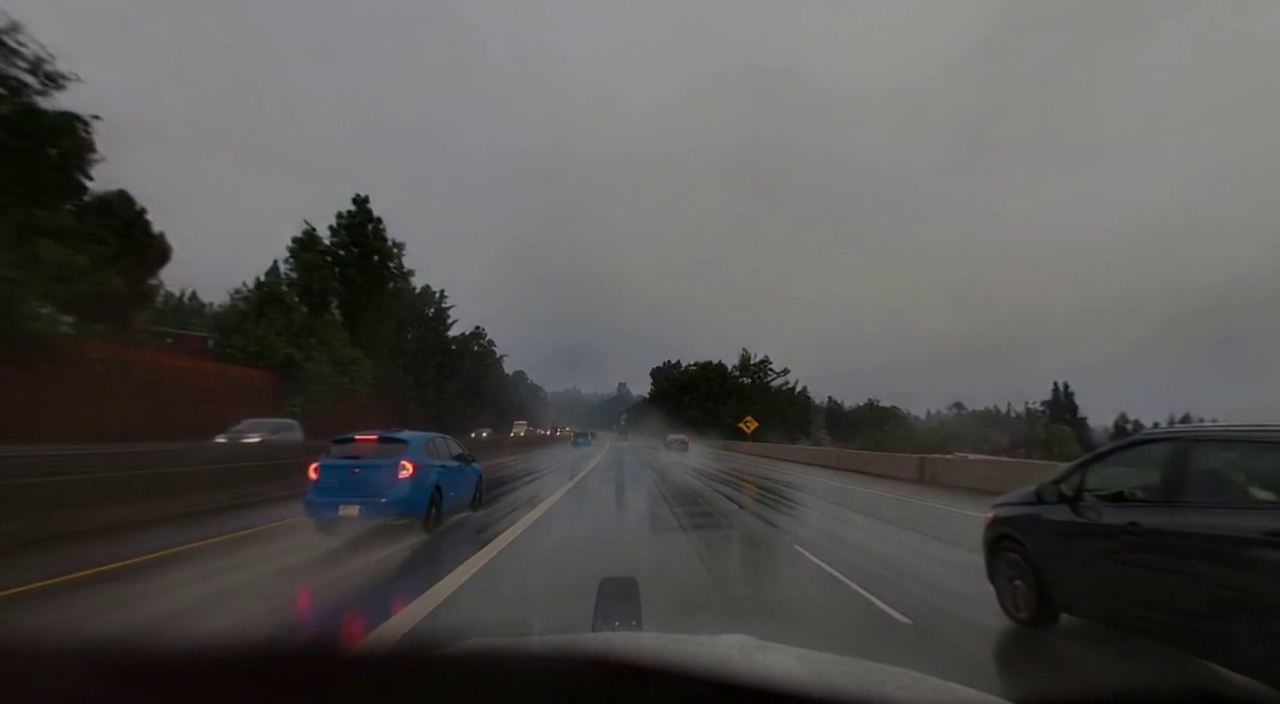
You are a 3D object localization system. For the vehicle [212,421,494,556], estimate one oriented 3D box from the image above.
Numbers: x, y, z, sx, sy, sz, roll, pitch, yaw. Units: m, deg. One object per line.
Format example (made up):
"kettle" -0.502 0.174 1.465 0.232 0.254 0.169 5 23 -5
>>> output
"vehicle" -3.876 1.902 9.740 2.032 1.535 4.889 0 -8 0

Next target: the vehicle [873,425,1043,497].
"vehicle" 8.420 2.902 17.289 2.156 1.679 4.492 0 -8 -2

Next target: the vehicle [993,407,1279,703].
"vehicle" 3.797 1.054 3.055 1.883 1.536 3.792 0 -8 -2
